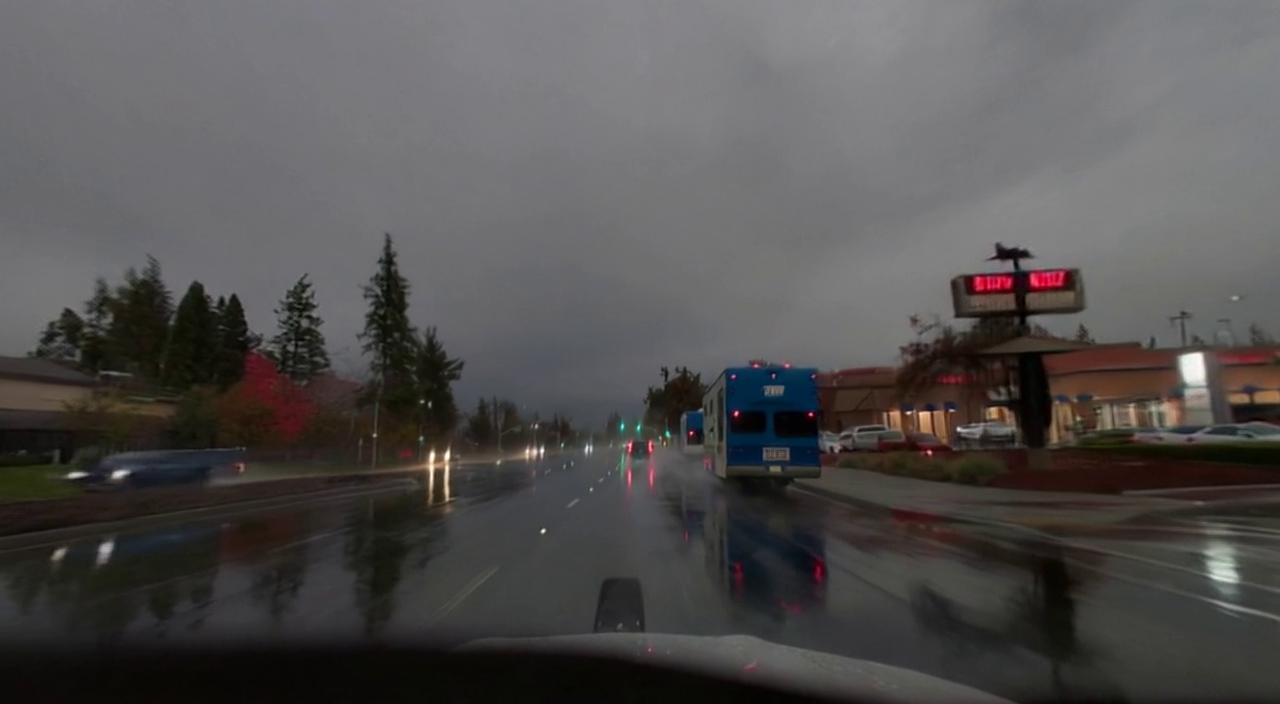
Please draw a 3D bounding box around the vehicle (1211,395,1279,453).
[{"bbox_3d":[25.961,3.020,25.883,5.146,2.180,2.306,5,-10,-33],"label":"vehicle"}]

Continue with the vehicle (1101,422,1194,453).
[{"bbox_3d":[26.189,4.431,32.602,4.196,1.520,1.953,4,-9,-25],"label":"vehicle"}]

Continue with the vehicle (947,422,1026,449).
[{"bbox_3d":[26.805,6.501,48.843,5.775,1.921,2.339,4,-10,-26],"label":"vehicle"}]

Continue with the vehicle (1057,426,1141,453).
[{"bbox_3d":[25.946,4.951,35.682,4.328,1.475,1.918,4,-10,-27],"label":"vehicle"}]

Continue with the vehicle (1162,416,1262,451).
[{"bbox_3d":[26.994,3.900,29.812,4.363,1.534,1.914,4,-10,-27],"label":"vehicle"}]

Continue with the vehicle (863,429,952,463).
[{"bbox_3d":[13.984,4.929,33.076,4.037,1.538,1.912,-7,-10,26],"label":"vehicle"}]

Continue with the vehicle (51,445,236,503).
[{"bbox_3d":[-14.530,3.557,18.903,1.836,1.498,4.518,0,-9,0],"label":"vehicle"}]

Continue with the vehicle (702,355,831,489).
[{"bbox_3d":[4.086,2.650,22.711,2.896,3.921,8.415,0,-9,0],"label":"vehicle"}]

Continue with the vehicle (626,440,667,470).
[{"bbox_3d":[0.298,5.642,34.787,2.103,1.506,4.742,0,-9,0],"label":"vehicle"}]
